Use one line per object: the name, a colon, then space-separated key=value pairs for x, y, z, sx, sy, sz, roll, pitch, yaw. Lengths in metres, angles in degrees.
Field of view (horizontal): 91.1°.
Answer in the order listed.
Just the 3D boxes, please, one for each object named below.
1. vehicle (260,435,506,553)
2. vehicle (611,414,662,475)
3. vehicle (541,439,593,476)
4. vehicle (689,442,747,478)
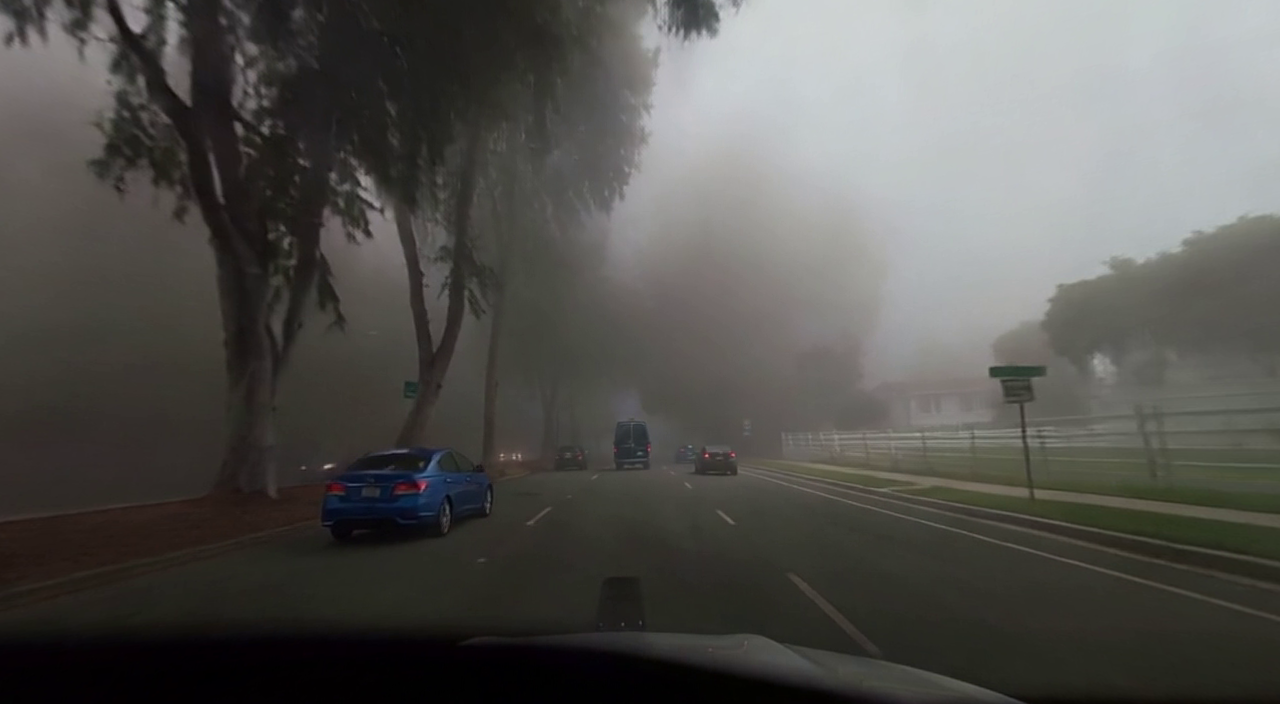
vehicle: x=-3.766 y=2.148 z=10.341 sx=2.036 sy=1.474 sz=4.647 roll=0 pitch=-8 yaw=1
vehicle: x=-0.224 y=4.645 z=31.591 sx=2.311 sy=2.726 sz=5.814 roll=0 pitch=-8 yaw=-1
vehicle: x=-3.617 y=5.295 z=31.843 sx=2.021 sy=1.715 sz=4.329 roll=0 pitch=-8 yaw=1
vehicle: x=3.377 y=4.747 z=27.952 sx=1.945 sy=1.469 sz=4.258 roll=0 pitch=-8 yaw=-1
